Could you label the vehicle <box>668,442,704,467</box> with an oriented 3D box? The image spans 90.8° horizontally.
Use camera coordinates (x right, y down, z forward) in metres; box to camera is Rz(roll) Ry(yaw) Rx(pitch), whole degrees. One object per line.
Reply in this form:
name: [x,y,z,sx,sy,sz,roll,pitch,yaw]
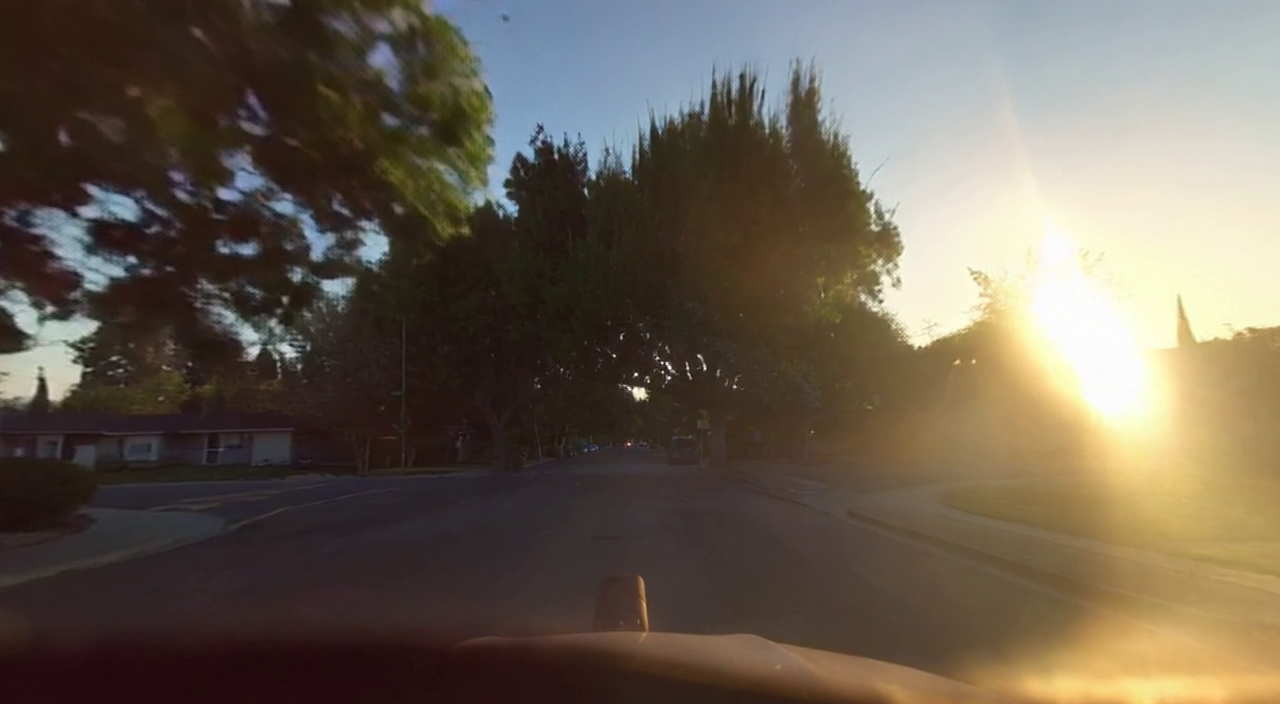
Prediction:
vehicle: [2.925,6.612,40.987,1.881,1.487,4.183,0,-8,-3]
